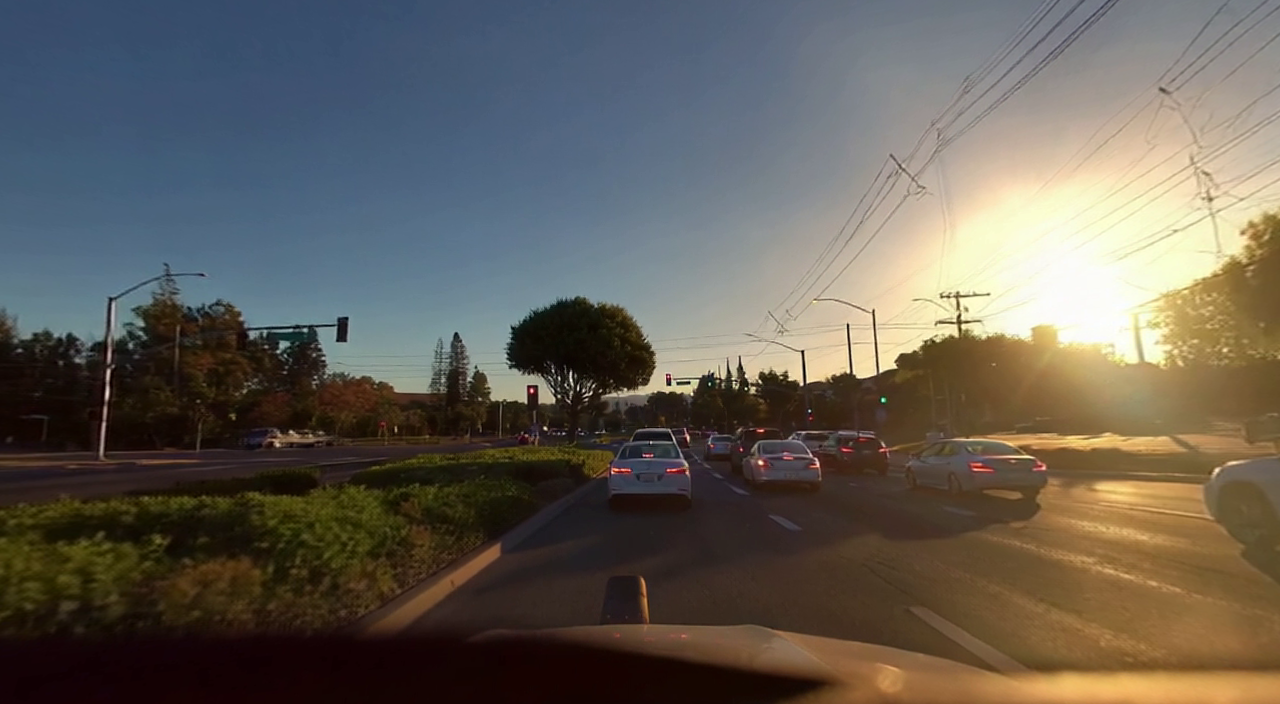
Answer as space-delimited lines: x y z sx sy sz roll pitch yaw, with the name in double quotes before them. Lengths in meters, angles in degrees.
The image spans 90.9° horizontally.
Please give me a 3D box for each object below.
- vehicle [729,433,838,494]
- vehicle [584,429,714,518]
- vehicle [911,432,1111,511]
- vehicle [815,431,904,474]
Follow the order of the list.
"vehicle" 3.844 3.076 17.775 2.028 1.454 4.531 0 -8 1
"vehicle" 0.180 2.397 12.984 2.208 1.498 4.401 0 -8 1
"vehicle" 8.010 2.603 14.232 1.905 1.483 4.469 -1 -8 2
"vehicle" 8.703 4.044 25.487 1.966 1.536 4.666 0 -8 1
